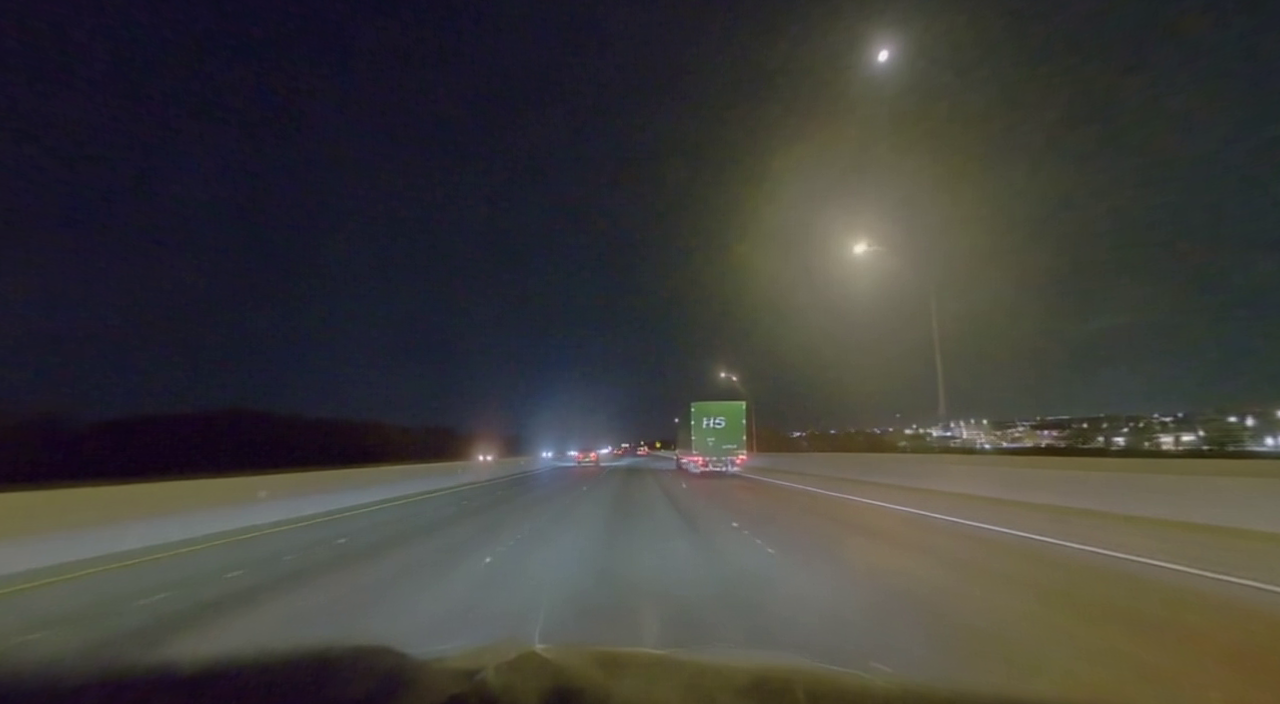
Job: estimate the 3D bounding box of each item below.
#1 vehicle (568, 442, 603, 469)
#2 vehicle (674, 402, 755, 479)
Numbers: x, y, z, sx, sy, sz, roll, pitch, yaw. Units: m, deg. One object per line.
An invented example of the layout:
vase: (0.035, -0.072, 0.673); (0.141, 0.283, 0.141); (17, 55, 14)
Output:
vehicle: (-3.916, 7.503, 45.647); (2.173, 1.857, 4.800); (0, -9, -1)
vehicle: (3.766, 4.998, 34.989); (2.823, 3.509, 12.118); (0, -9, -1)
